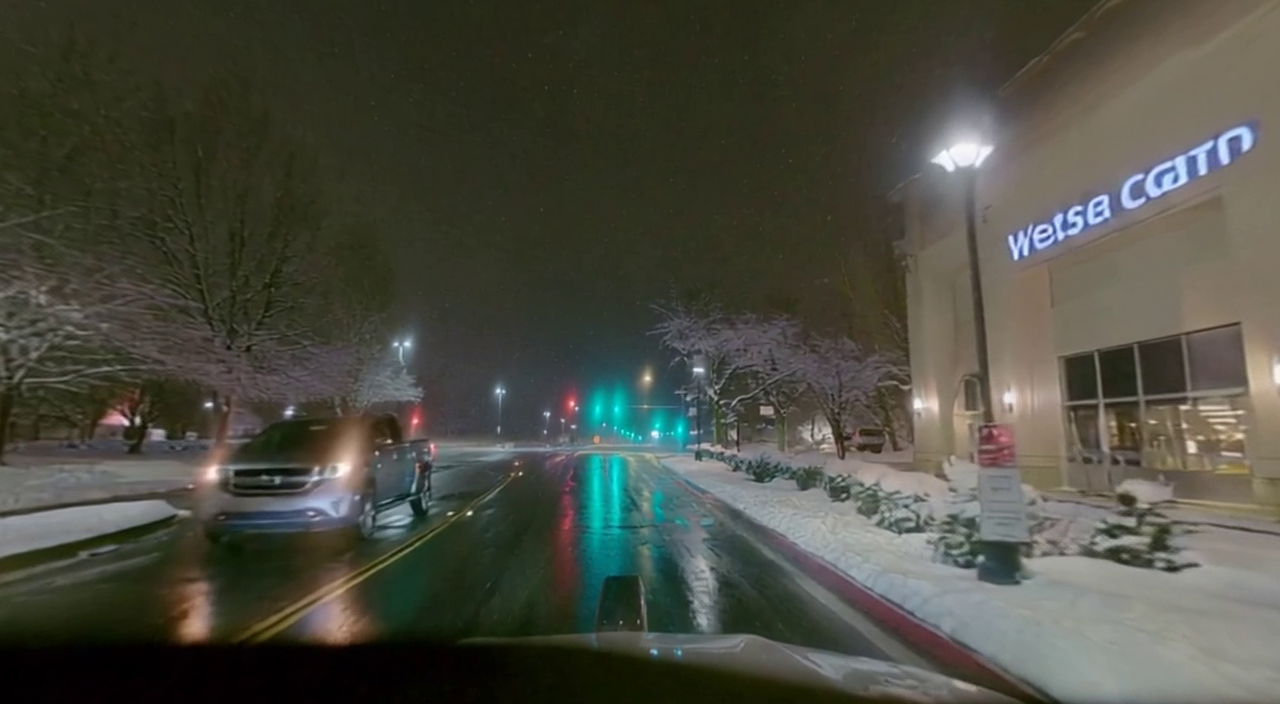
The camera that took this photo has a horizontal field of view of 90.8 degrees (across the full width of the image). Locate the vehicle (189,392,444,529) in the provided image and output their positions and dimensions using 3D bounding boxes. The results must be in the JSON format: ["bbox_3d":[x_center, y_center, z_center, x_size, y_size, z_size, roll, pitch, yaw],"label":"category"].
[{"bbox_3d":[-5.017,1.768,10.752,2.180,1.806,4.541,0,-8,-4],"label":"vehicle"}]
